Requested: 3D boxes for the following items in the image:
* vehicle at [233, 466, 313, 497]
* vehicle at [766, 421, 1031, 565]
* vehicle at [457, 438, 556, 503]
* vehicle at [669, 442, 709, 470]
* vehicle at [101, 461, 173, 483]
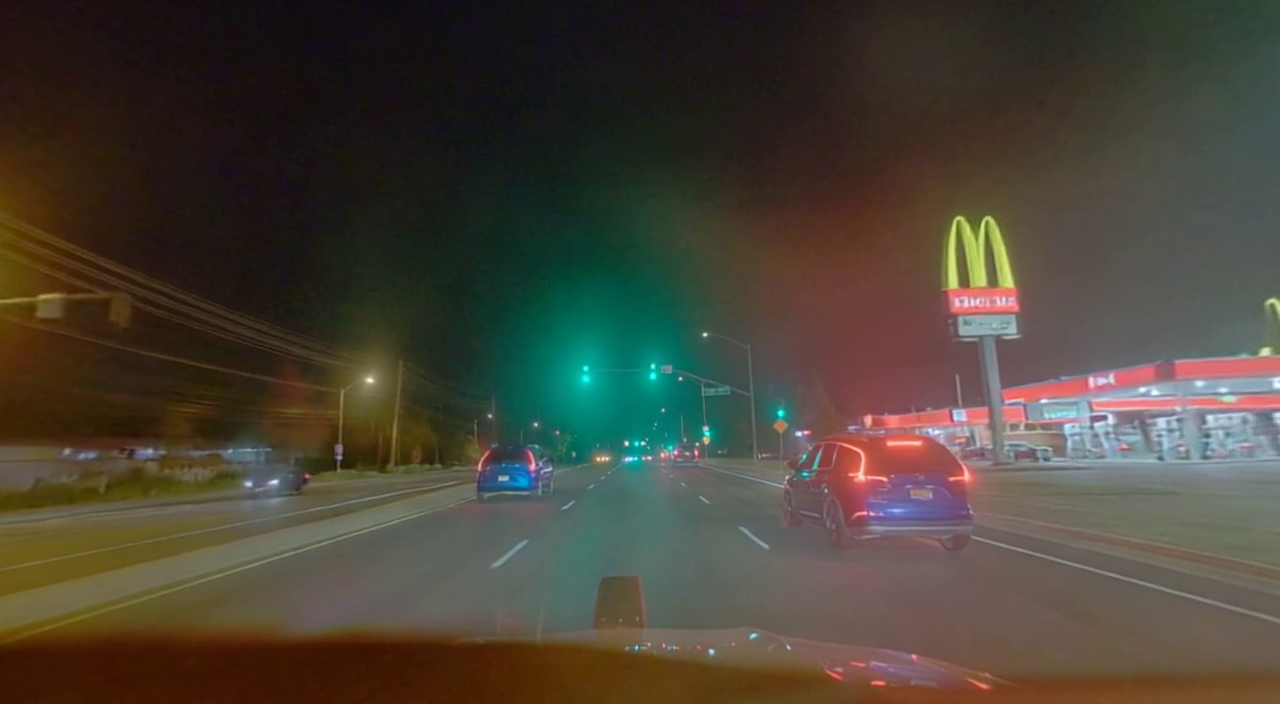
[{"bbox_3d":[-20.794,7.323,36.038,1.849,1.497,4.444,0,-8,1],"label":"vehicle"},{"bbox_3d":[3.478,1.984,9.684,2.085,1.655,4.459,0,-8,-1],"label":"vehicle"},{"bbox_3d":[-3.662,3.318,18.105,1.935,1.617,4.045,0,-8,0],"label":"vehicle"},{"bbox_3d":[3.049,6.598,40.318,2.066,1.699,4.419,0,-8,-2],"label":"vehicle"},{"bbox_3d":[-39.642,9.459,49.944,1.814,1.452,4.845,0,-8,-2],"label":"vehicle"}]
